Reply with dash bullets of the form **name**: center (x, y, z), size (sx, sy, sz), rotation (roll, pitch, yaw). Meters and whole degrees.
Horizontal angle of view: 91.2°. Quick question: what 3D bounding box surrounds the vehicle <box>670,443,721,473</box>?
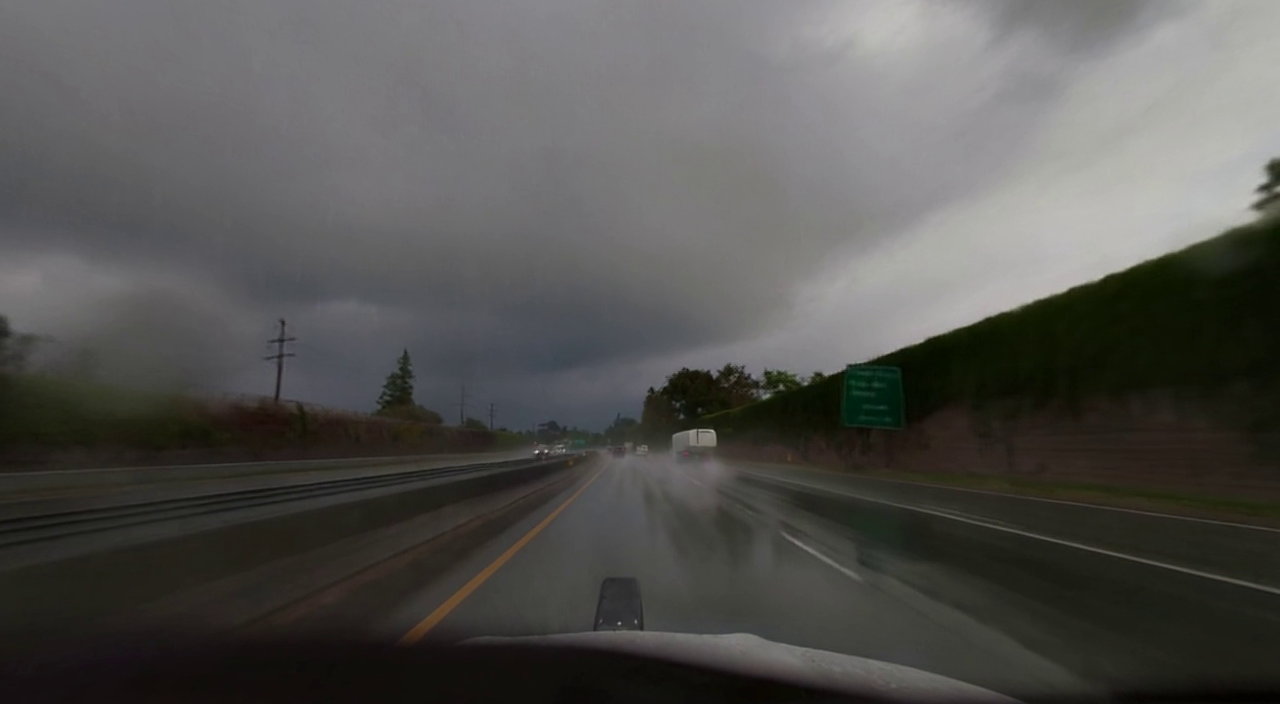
- **vehicle**: center (3.005, 5.870, 34.874), size (2.244, 1.498, 4.338), rotation (0, -9, -3)
